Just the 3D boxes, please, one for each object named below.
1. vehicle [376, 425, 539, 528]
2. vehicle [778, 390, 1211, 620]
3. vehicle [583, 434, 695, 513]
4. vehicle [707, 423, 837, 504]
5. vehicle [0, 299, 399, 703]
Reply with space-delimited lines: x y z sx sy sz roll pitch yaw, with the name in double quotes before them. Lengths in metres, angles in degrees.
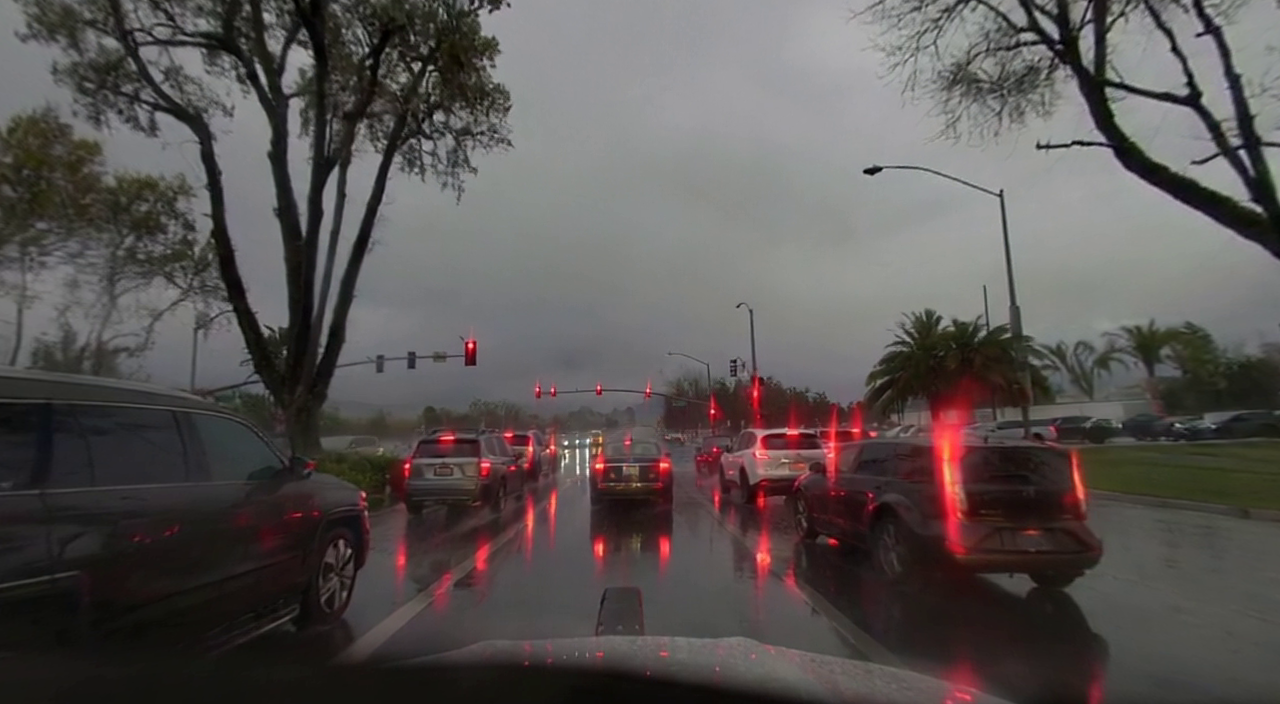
"vehicle" -3.135 2.219 11.844 1.896 1.546 4.378 0 -8 -2
"vehicle" 3.128 1.446 6.924 2.074 1.685 4.387 0 -8 -2
"vehicle" -0.088 2.540 13.642 2.076 1.438 3.770 0 -8 -2
"vehicle" 2.978 2.634 15.234 2.106 1.667 4.101 0 -8 -2
"vehicle" -3.257 0.915 3.523 2.079 1.756 4.676 0 -8 -2
